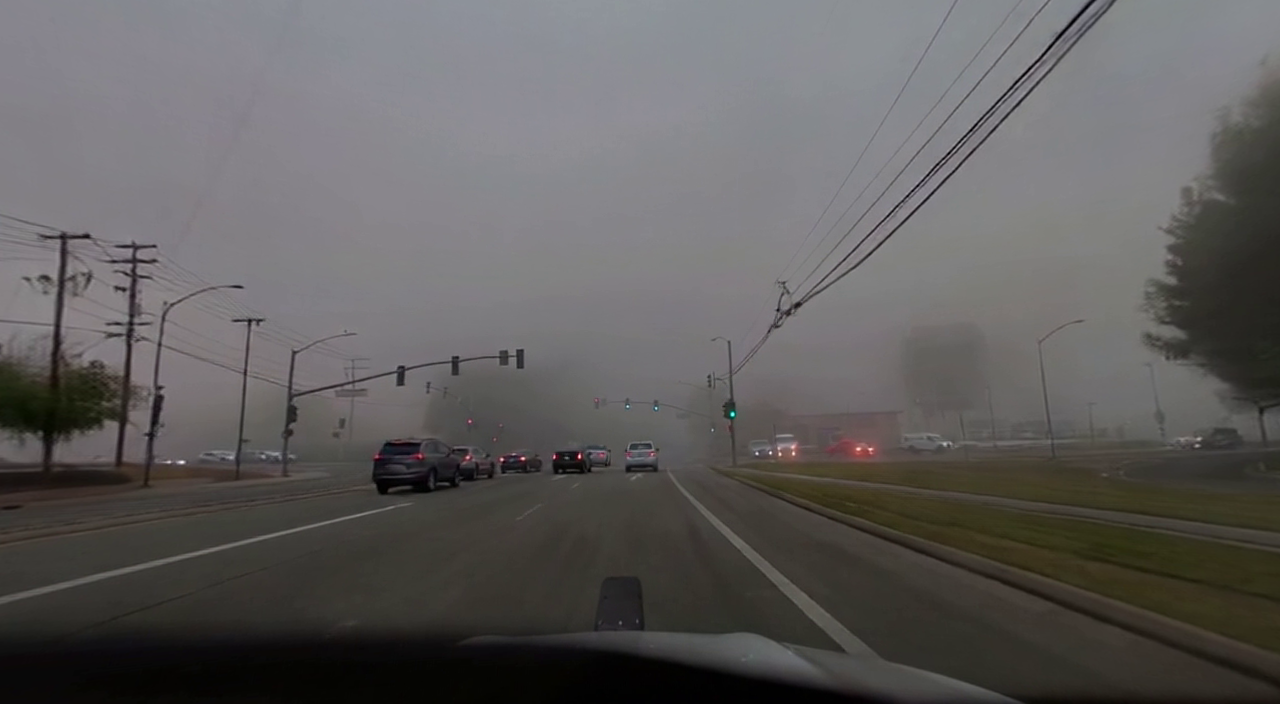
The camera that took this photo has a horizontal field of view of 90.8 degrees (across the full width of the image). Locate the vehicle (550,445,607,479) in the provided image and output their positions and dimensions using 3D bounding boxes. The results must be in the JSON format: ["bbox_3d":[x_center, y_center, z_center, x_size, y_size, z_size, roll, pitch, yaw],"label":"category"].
[{"bbox_3d":[-2.801,5.117,29.687,2.064,1.464,4.373,0,-8,2],"label":"vehicle"}]

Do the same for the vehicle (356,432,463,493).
[{"bbox_3d":[-7.335,3.547,20.600,1.860,1.754,4.089,0,-8,1],"label":"vehicle"}]

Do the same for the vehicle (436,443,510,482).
[{"bbox_3d":[-7.314,4.858,28.082,1.912,1.573,4.299,-1,-8,3],"label":"vehicle"}]

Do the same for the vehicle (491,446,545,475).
[{"bbox_3d":[-6.730,6.032,35.383,1.904,1.449,4.580,-1,-8,3],"label":"vehicle"}]

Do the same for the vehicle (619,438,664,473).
[{"bbox_3d":[0.159,5.824,35.831,2.276,1.850,3.897,-1,-8,4],"label":"vehicle"}]
